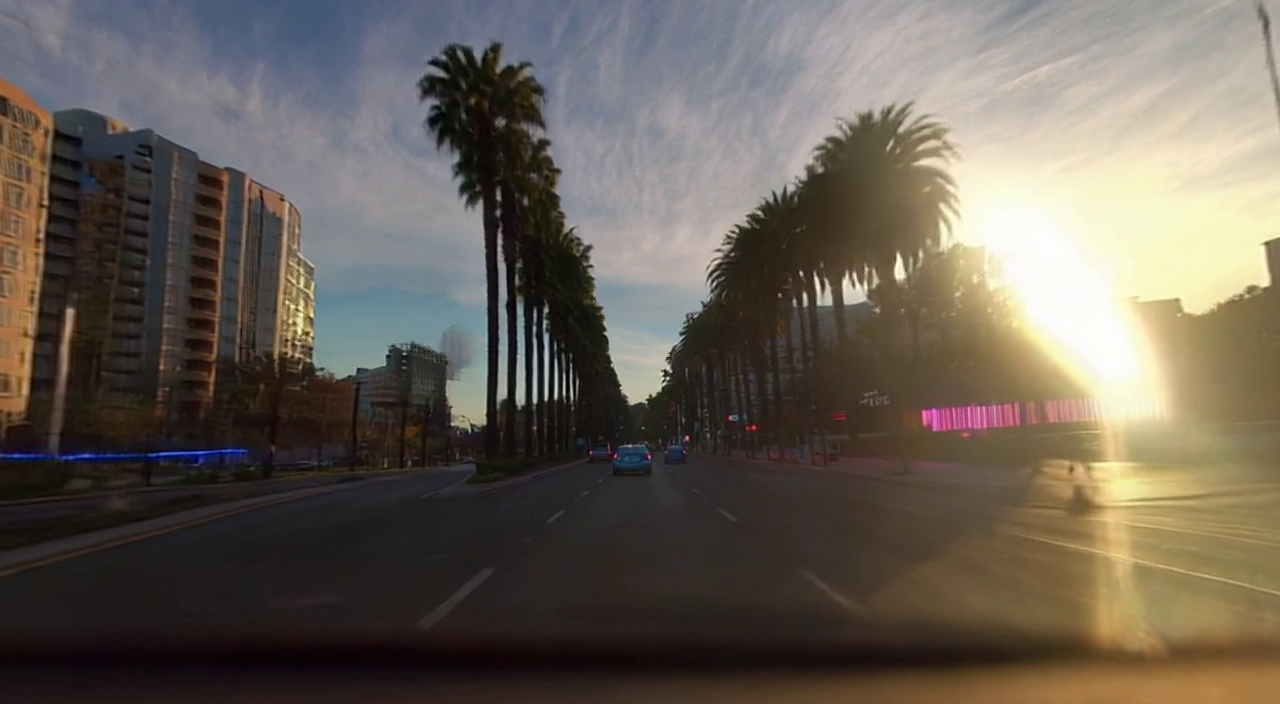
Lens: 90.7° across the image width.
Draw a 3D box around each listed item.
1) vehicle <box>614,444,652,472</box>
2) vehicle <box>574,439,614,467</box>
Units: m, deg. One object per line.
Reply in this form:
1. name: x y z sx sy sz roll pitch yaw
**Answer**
1. vehicle: -0.380 6.593 39.515 2.160 1.615 4.117 0 -9 1
2. vehicle: -3.498 7.823 49.119 2.672 2.064 5.681 0 -9 0
